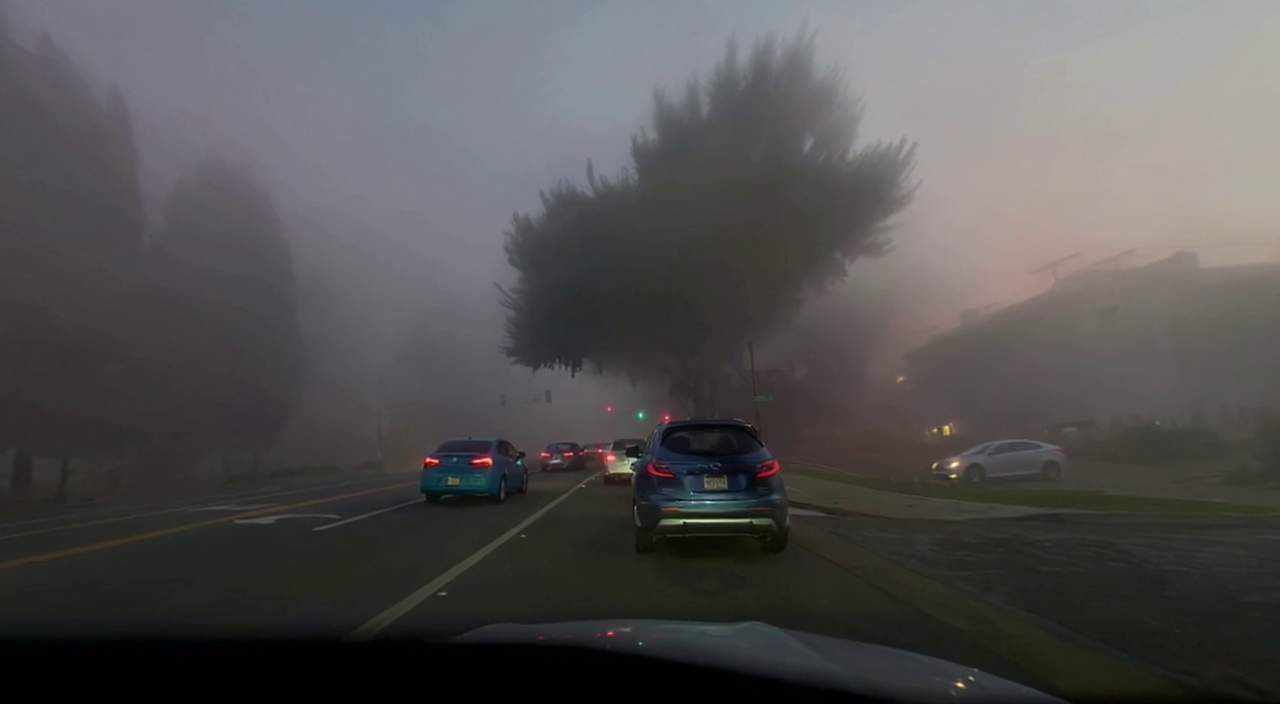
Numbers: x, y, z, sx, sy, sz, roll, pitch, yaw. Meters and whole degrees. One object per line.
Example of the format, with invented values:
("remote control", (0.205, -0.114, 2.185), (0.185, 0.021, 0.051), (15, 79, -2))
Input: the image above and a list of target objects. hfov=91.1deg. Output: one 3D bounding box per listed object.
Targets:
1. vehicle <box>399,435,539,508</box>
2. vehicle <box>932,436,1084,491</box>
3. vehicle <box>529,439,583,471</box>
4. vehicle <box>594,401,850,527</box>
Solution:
("vehicle", (-3.862, 2.778, 15.075), (2.026, 1.466, 4.282), (0, -8, 2))
("vehicle", (12.274, 3.719, 21.123), (3.871, 1.525, 1.835), (-3, -9, 0))
("vehicle", (-4.092, 5.106, 31.318), (2.042, 1.470, 4.123), (0, -8, 1))
("vehicle", (1.384, 2.096, 12.234), (2.052, 1.955, 4.642), (8, -12, -43))
